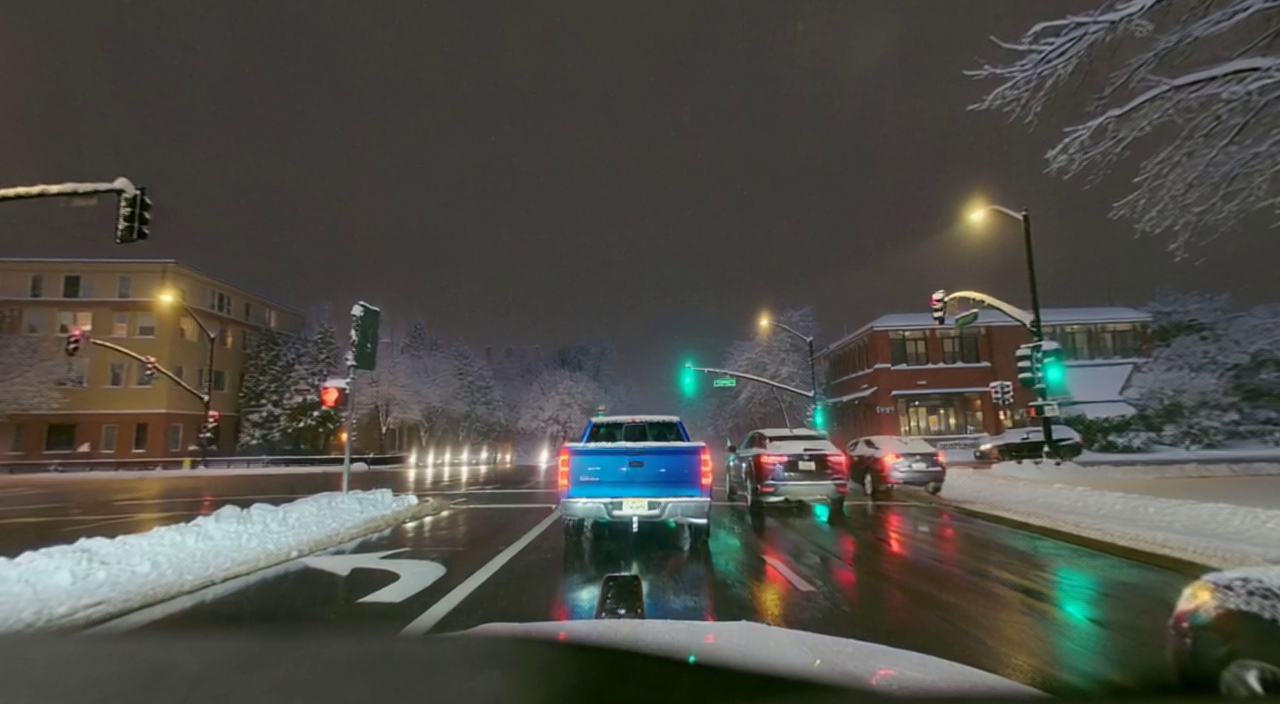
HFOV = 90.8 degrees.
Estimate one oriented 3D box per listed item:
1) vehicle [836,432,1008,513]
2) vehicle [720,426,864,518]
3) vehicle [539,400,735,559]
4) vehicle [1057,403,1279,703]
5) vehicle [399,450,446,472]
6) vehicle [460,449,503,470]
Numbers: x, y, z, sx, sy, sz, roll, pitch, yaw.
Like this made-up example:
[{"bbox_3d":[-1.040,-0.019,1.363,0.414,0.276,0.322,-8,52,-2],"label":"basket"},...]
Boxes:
[{"bbox_3d":[6.489,2.799,15.196,2.002,1.651,4.305,0,-8,-2],"label":"vehicle"},{"bbox_3d":[3.188,2.620,14.323,2.013,1.742,4.424,0,-8,-2],"label":"vehicle"},{"bbox_3d":[-0.124,1.859,9.922,2.344,1.883,4.572,0,-8,-2],"label":"vehicle"},{"bbox_3d":[3.244,0.749,1.074,2.057,1.463,4.365,0,-8,0],"label":"vehicle"},{"bbox_3d":[-15.835,7.932,46.208,1.915,1.491,4.347,0,-8,0],"label":"vehicle"},{"bbox_3d":[-11.764,7.962,47.078,1.989,1.459,4.667,0,-8,0],"label":"vehicle"}]
